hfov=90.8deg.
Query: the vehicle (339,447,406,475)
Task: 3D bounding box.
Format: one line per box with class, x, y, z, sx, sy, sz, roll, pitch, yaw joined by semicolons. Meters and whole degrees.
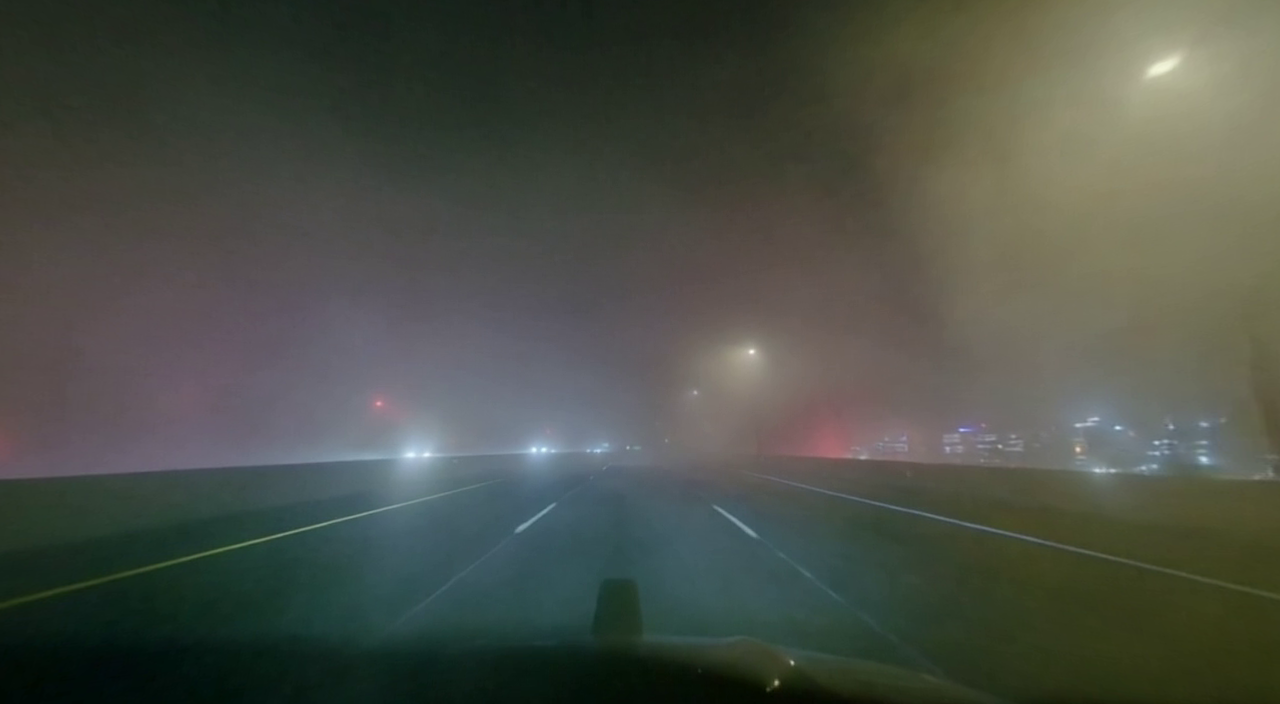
vehicle;-15.541;6.324;36.962;1.854;1.496;4.707;0;-9;0
